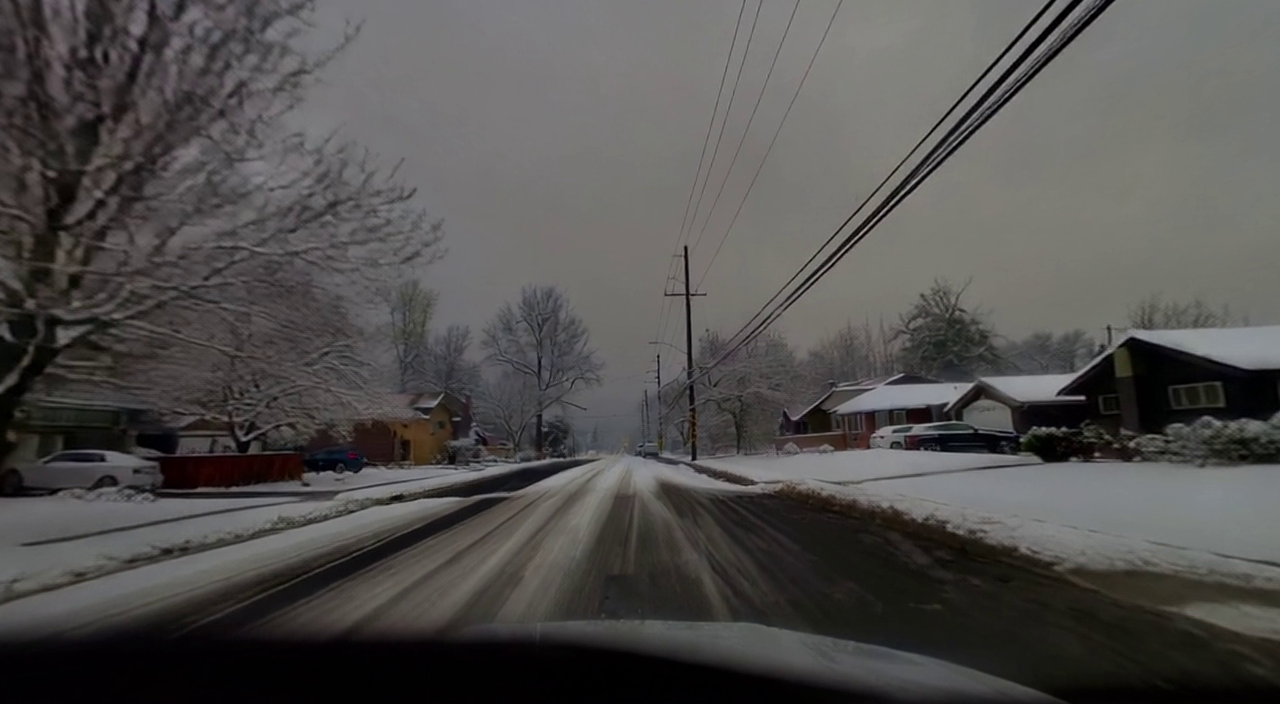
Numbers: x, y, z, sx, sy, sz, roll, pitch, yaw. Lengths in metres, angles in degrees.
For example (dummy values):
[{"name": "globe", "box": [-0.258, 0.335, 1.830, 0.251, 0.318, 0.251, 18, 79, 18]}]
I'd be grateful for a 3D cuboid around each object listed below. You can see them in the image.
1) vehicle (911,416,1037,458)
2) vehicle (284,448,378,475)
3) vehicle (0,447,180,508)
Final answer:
[{"name": "vehicle", "box": [15.058, 3.852, 28.674, 4.562, 1.832, 1.987, 0, -8, -3]}, {"name": "vehicle", "box": [-18.119, 6.398, 37.136, 4.519, 1.426, 1.903, 8, -12, -42]}, {"name": "vehicle", "box": [-15.002, 3.224, 16.591, 4.477, 1.449, 1.922, 5, -10, -32]}]
